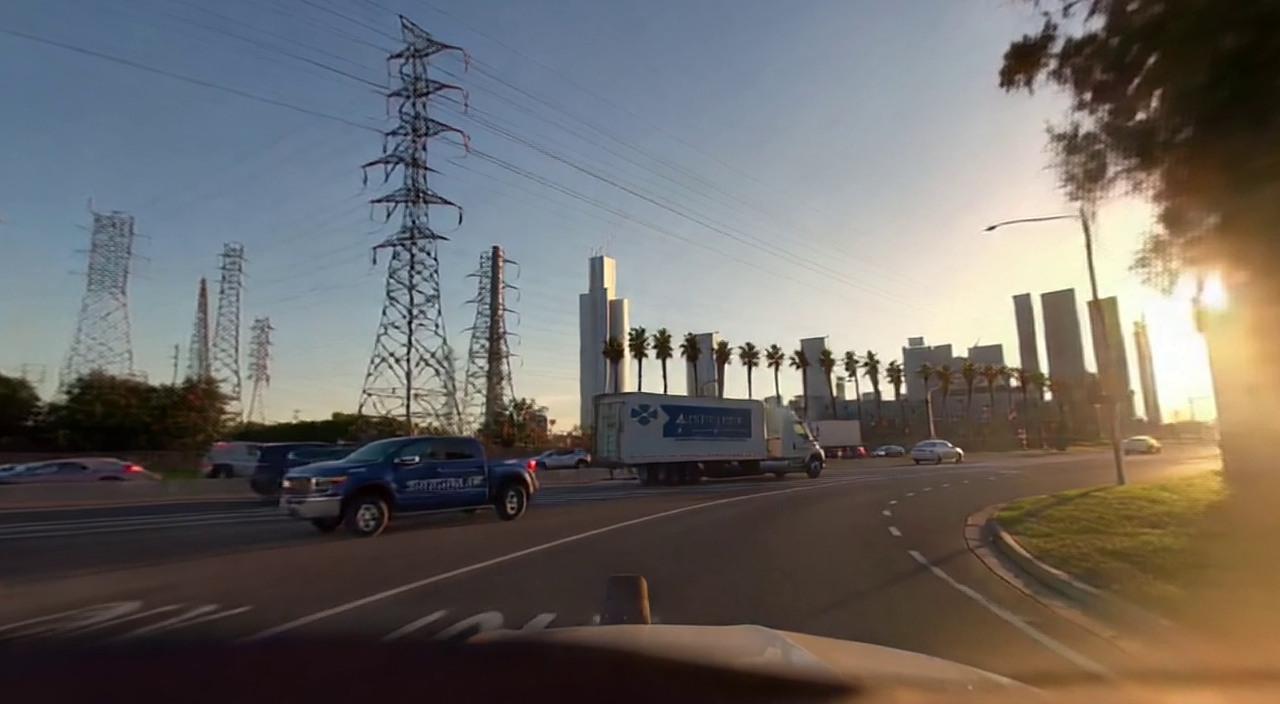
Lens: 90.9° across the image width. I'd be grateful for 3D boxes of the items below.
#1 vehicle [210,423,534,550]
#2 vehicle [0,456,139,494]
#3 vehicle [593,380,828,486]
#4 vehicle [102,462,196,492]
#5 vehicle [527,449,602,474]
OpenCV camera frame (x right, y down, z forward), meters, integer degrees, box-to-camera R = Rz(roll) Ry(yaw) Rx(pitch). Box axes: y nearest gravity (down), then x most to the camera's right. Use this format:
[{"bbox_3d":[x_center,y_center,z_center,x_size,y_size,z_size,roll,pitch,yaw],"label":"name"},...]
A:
[{"bbox_3d":[-4.756,2.379,11.929,2.101,1.848,5.132,-9,-12,44],"label":"vehicle"},{"bbox_3d":[-23.616,5.032,26.121,4.325,1.388,1.748,7,-11,-37],"label":"vehicle"},{"bbox_3d":[3.538,3.709,28.304,11.567,3.933,2.903,6,-11,-37],"label":"vehicle"},{"bbox_3d":[-27.448,6.962,35.358,4.004,1.375,1.673,6,-9,-38],"label":"vehicle"},{"bbox_3d":[-4.772,6.917,40.015,4.419,1.451,1.792,6,-11,-38],"label":"vehicle"}]
